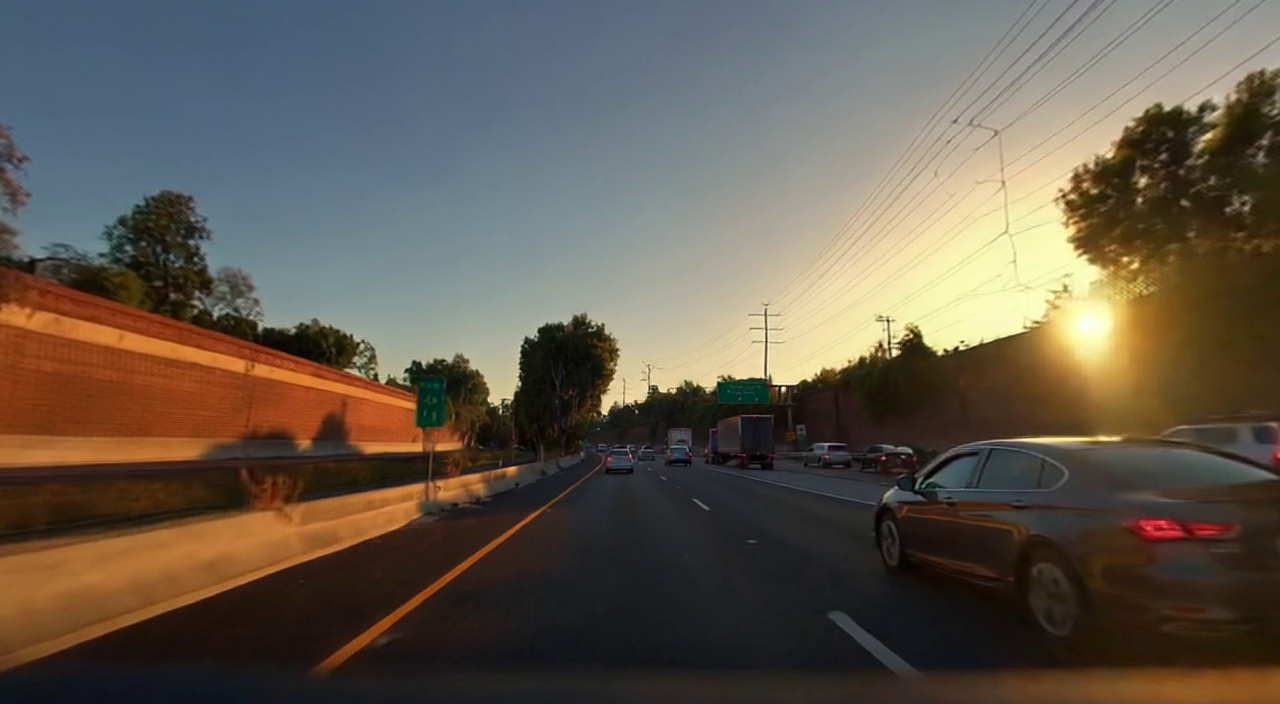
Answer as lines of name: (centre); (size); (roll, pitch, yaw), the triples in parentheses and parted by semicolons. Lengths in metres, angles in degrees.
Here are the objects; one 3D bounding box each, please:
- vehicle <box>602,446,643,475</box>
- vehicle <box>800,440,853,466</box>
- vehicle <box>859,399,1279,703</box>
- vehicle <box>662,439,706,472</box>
vehicle: (-1.007, 5.895, 34.527); (2.083, 1.477, 3.965); (0, -9, -3)
vehicle: (13.770, 7.474, 46.936); (2.085, 1.805, 5.177); (0, -9, -4)
vehicle: (3.211, 1.185, 4.128); (1.922, 1.465, 4.165); (0, -9, -2)
vehicle: (2.578, 6.211, 38.037); (2.114, 1.849, 4.692); (0, -9, -3)
